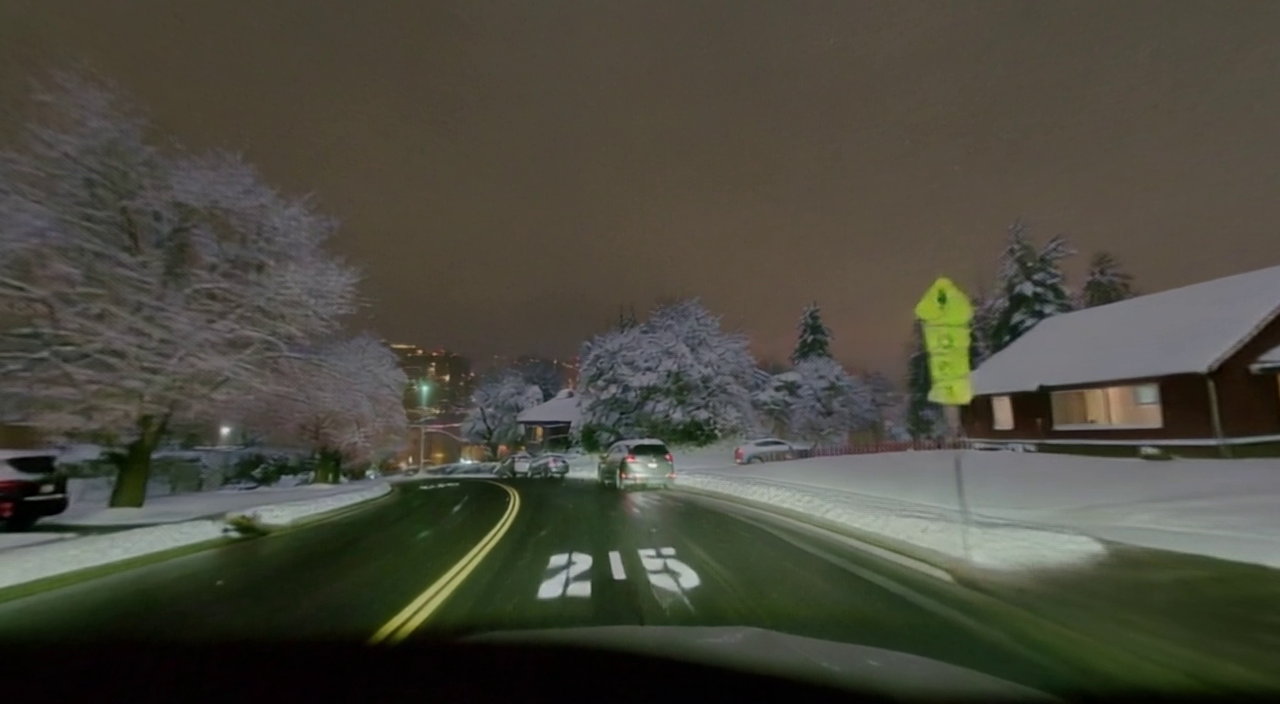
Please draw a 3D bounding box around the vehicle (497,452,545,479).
[{"bbox_3d":[-9.170,8.601,48.223,2.180,1.849,5.423,4,-9,-26],"label":"vehicle"}]

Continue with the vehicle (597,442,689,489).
[{"bbox_3d":[-0.059,4.091,23.201,2.181,1.494,5.023,1,-9,-14],"label":"vehicle"}]

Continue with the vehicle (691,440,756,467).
[{"bbox_3d":[5.332,6.398,40.142,4.157,1.431,1.753,4,-8,-41],"label":"vehicle"}]

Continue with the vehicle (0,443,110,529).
[{"bbox_3d":[-13.736,2.610,12.337,4.664,1.580,1.973,2,-9,-18],"label":"vehicle"}]

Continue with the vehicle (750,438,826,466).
[{"bbox_3d":[8.500,5.691,36.084,4.253,1.458,1.900,6,-11,-37],"label":"vehicle"}]

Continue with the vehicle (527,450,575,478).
[{"bbox_3d":[-5.898,7.318,41.439,1.965,1.663,4.744,3,-9,-22],"label":"vehicle"}]
